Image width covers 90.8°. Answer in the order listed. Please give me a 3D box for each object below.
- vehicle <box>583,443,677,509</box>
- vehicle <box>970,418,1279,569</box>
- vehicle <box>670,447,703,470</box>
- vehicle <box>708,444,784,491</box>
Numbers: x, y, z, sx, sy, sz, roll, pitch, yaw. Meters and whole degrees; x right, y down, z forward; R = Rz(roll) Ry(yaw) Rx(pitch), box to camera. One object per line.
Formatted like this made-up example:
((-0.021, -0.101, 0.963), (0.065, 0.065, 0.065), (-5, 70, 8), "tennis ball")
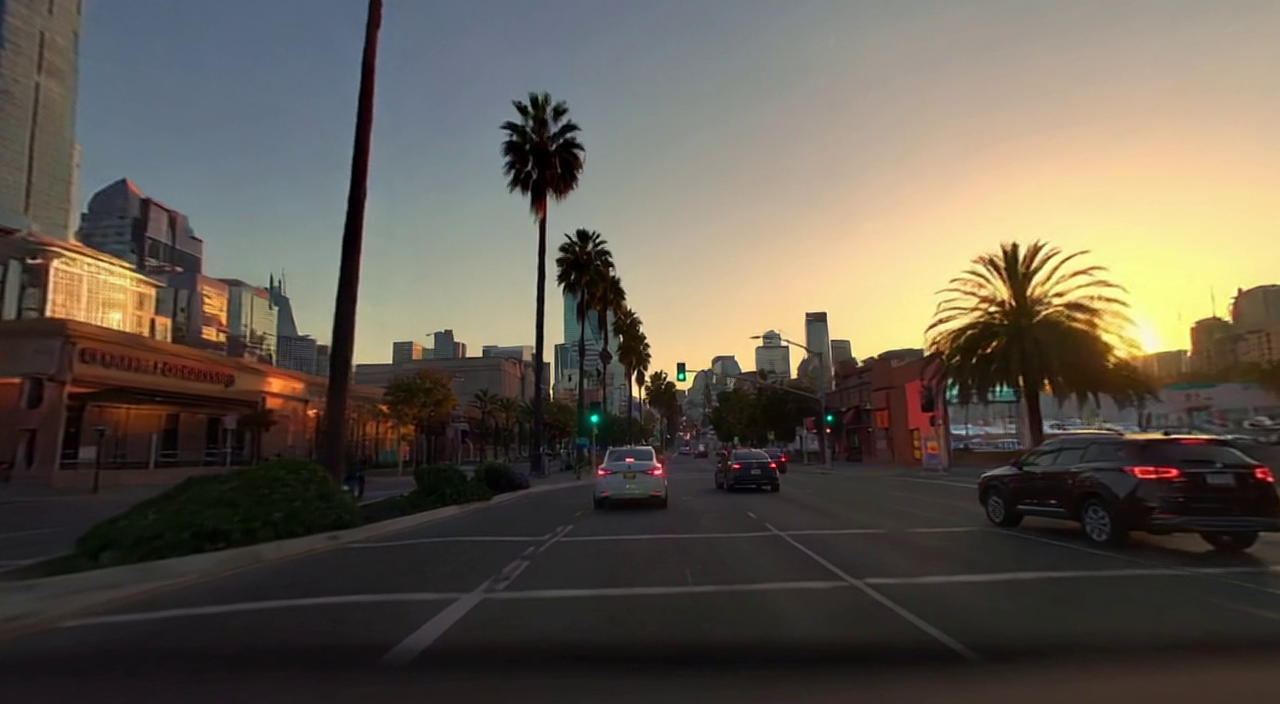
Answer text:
((-0.269, 3.110, 16.337), (2.110, 1.487, 3.873), (0, -8, -1), "vehicle")
((6.923, 1.890, 9.199), (1.940, 1.674, 4.085), (0, -8, -1), "vehicle")
((3.388, 7.784, 46.428), (2.012, 1.570, 4.600), (0, -8, -1), "vehicle")
((3.728, 4.109, 22.919), (1.892, 1.532, 4.177), (0, -8, -2), "vehicle")
